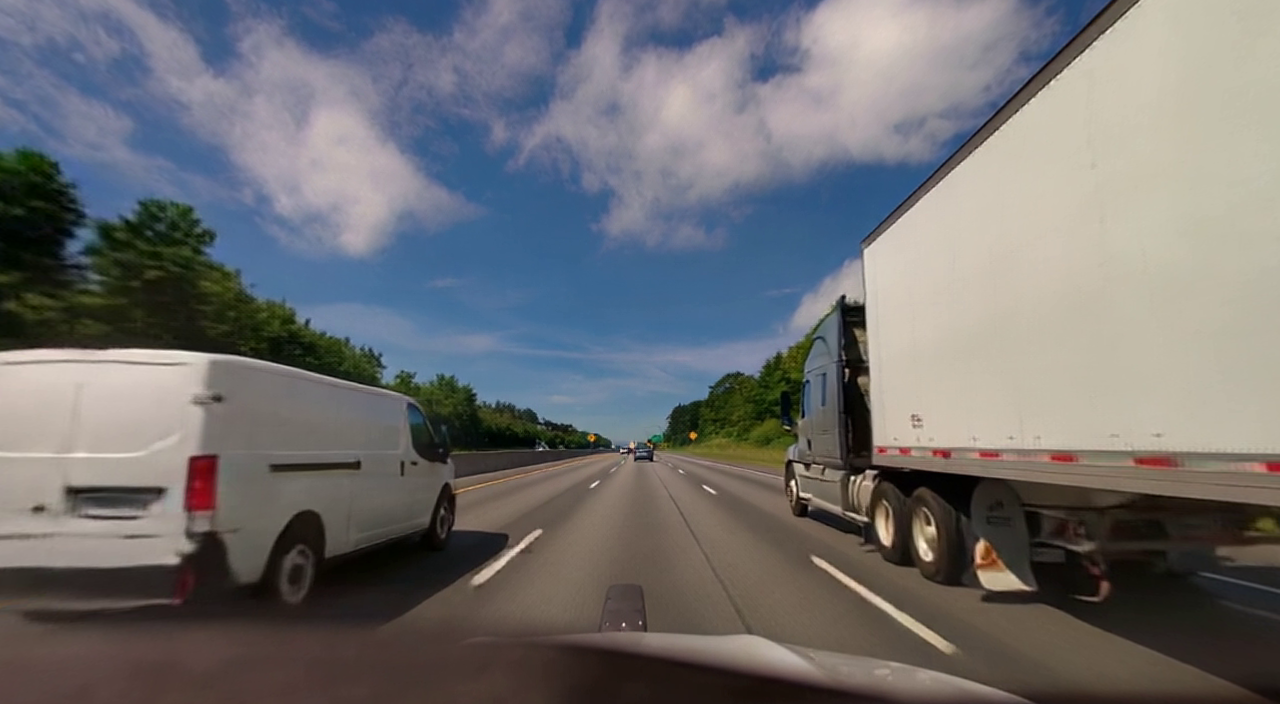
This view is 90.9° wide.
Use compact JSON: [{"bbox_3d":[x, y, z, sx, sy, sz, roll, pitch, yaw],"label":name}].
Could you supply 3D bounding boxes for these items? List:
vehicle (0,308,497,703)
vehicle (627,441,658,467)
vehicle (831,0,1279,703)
[{"bbox_3d":[-3.289,1.179,5.861,2.572,1.927,5.803,0,-9,0],"label":"vehicle"},{"bbox_3d":[0.169,7.087,43.948,2.067,1.690,3.901,0,-9,0],"label":"vehicle"},{"bbox_3d":[4.277,-0.418,1.973,3.011,4.028,13.890,0,-9,0],"label":"vehicle"}]
